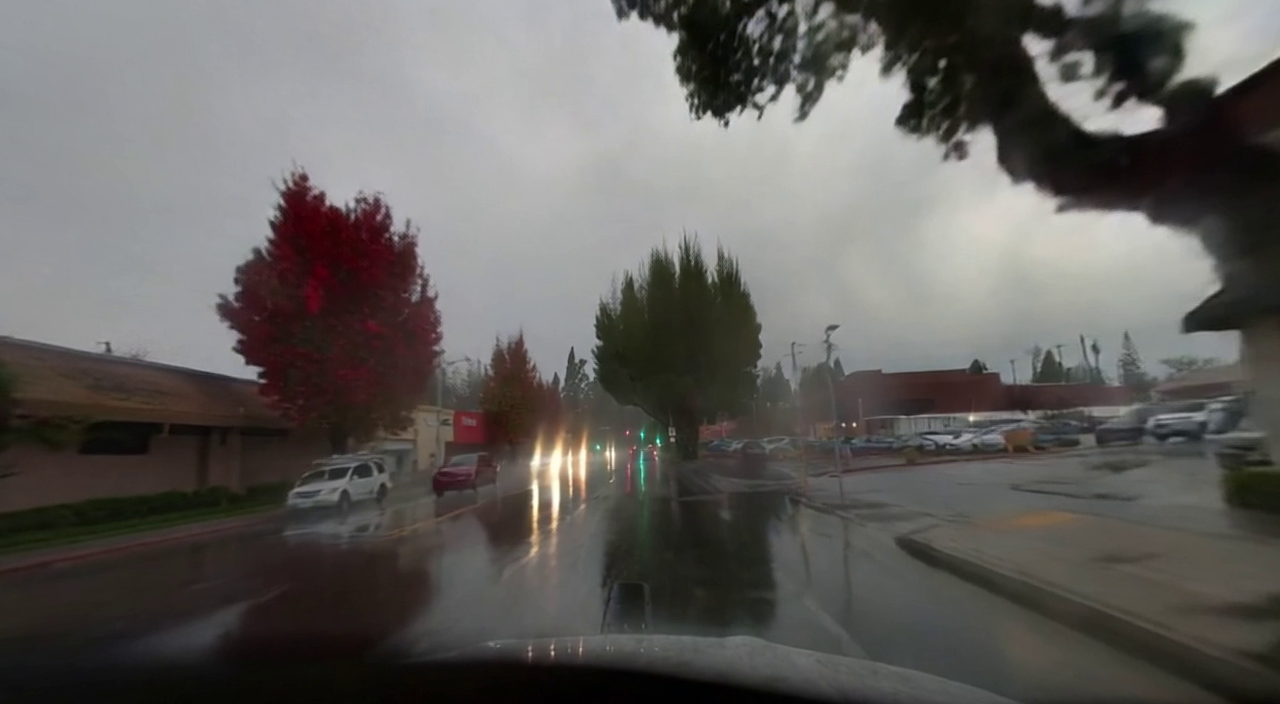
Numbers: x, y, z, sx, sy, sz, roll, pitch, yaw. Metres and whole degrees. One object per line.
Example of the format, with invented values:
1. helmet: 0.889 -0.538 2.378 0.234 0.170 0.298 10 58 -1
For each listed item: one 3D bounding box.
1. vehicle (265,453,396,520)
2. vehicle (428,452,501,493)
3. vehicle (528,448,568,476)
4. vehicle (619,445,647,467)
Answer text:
1. vehicle: -10.898 4.709 22.755 2.102 2.004 5.285 0 -8 -1
2. vehicle: -7.938 5.465 28.966 2.038 1.670 4.468 -1 -8 1
3. vehicle: -6.149 7.336 42.458 2.030 1.701 4.559 -1 -8 0
4. vehicle: -0.541 7.782 47.371 2.020 1.478 3.922 0 -8 -2
